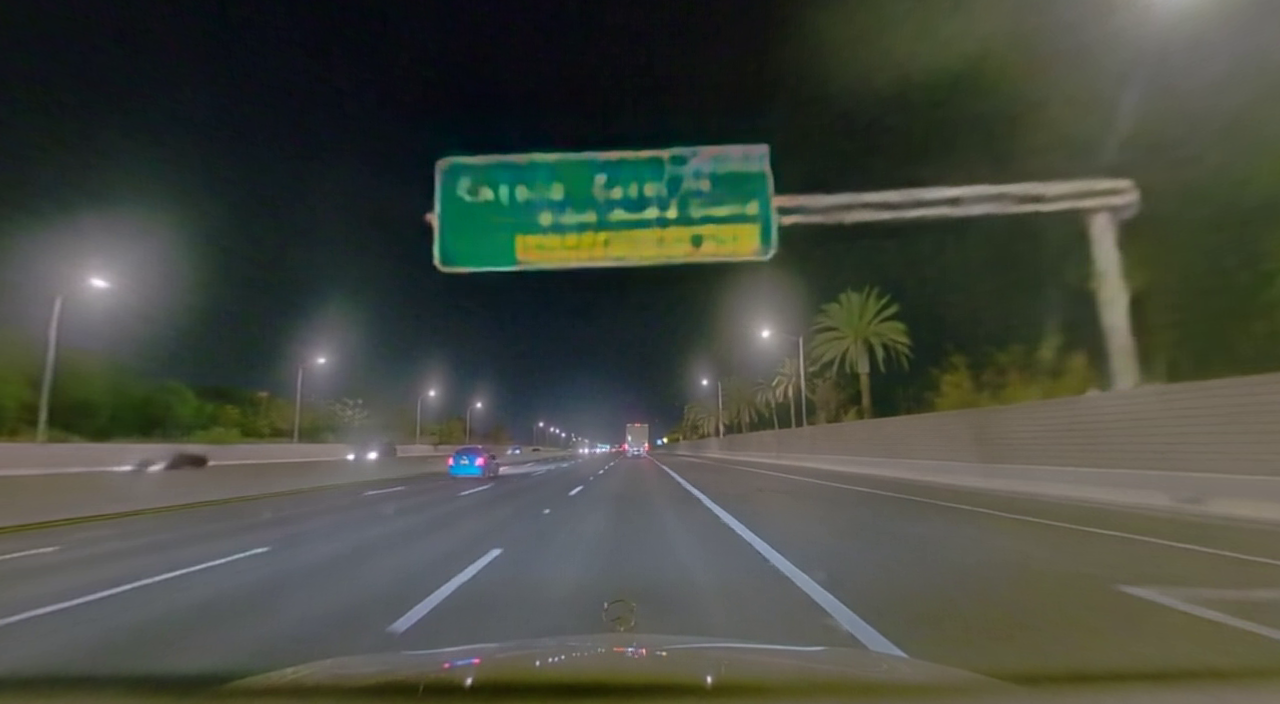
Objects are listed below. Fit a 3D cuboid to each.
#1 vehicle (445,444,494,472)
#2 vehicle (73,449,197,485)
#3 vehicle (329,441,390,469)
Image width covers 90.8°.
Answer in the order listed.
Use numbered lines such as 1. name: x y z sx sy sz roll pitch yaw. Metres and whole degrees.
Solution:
1. vehicle: -10.648 6.616 39.758 1.897 1.653 4.113 0 -9 0
2. vehicle: -22.725 5.151 28.685 1.897 1.484 4.535 0 -9 -1
3. vehicle: -19.971 7.356 45.232 2.083 1.844 4.974 0 -9 0
